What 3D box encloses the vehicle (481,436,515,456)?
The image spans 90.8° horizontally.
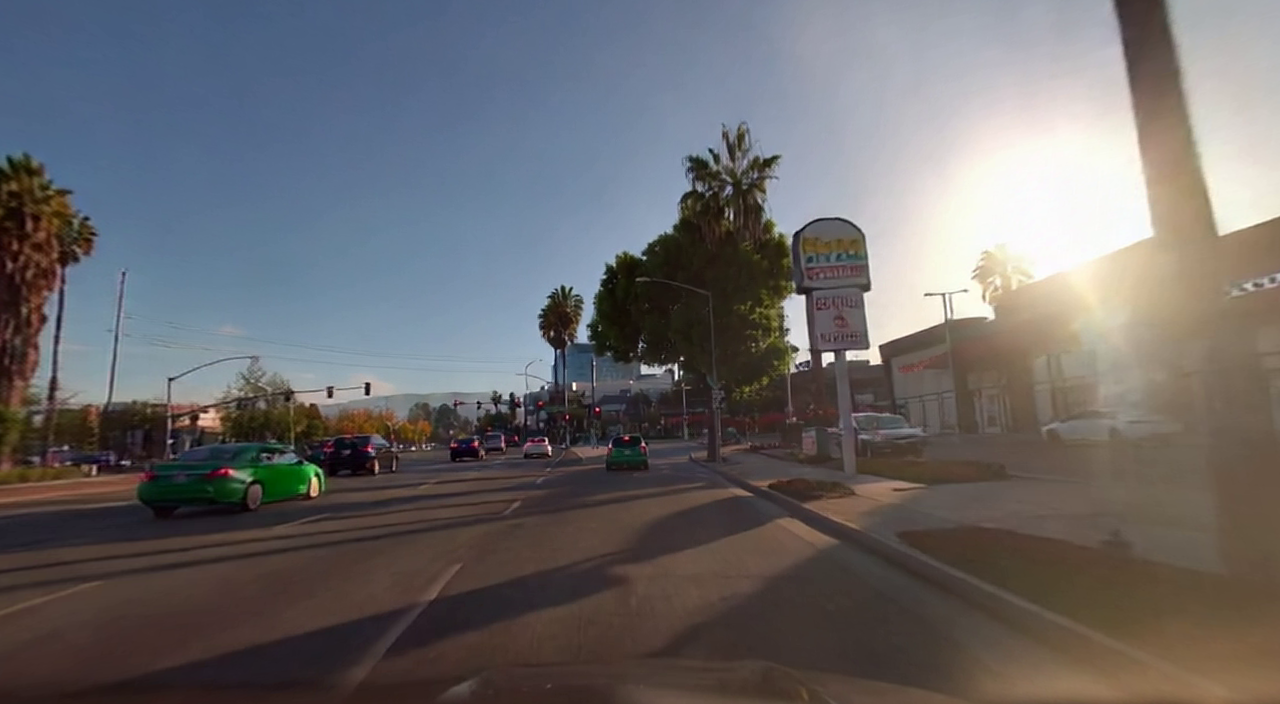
[{"bbox_3d":[-10.947,7.248,48.810,1.905,1.482,4.463,0,-8,-4],"label":"vehicle"}]

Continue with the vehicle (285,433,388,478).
[{"bbox_3d":[-12.358,4.218,26.169,2.108,1.669,5.076,0,-8,-5],"label":"vehicle"}]

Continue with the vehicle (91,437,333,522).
[{"bbox_3d":[-8.566,2.535,13.304,1.958,1.455,4.504,0,-8,0],"label":"vehicle"}]

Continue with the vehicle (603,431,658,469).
[{"bbox_3d":[-0.325,4.240,27.590,2.070,1.493,4.570,-1,-8,3],"label":"vehicle"}]

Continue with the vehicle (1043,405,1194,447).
[{"bbox_3d":[18.399,2.940,24.630,1.882,1.463,4.550,1,-9,-9],"label":"vehicle"}]
